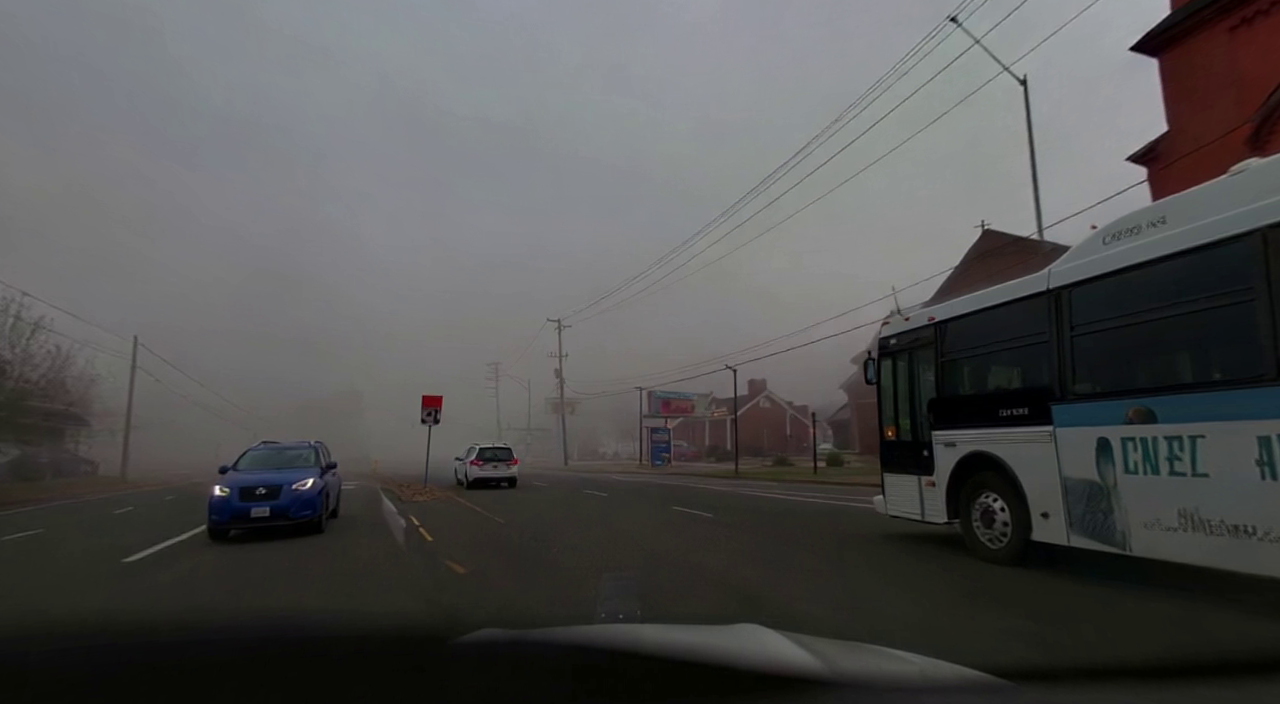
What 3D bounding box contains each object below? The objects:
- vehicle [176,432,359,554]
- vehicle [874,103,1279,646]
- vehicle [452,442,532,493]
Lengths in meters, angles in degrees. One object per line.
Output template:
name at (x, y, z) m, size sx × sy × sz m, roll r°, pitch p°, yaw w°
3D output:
vehicle at (-6.068, 2.243, 10.870) m, size 2.060 × 1.624 × 4.179 m, roll 3°, pitch -9°, yaw -22°
vehicle at (5.567, 0.020, 3.242) m, size 3.028 × 3.353 × 12.630 m, roll 0°, pitch -9°, yaw -5°
vehicle at (-5.455, 4.110, 22.858) m, size 2.032 × 1.621 × 4.082 m, roll 3°, pitch -9°, yaw -24°
